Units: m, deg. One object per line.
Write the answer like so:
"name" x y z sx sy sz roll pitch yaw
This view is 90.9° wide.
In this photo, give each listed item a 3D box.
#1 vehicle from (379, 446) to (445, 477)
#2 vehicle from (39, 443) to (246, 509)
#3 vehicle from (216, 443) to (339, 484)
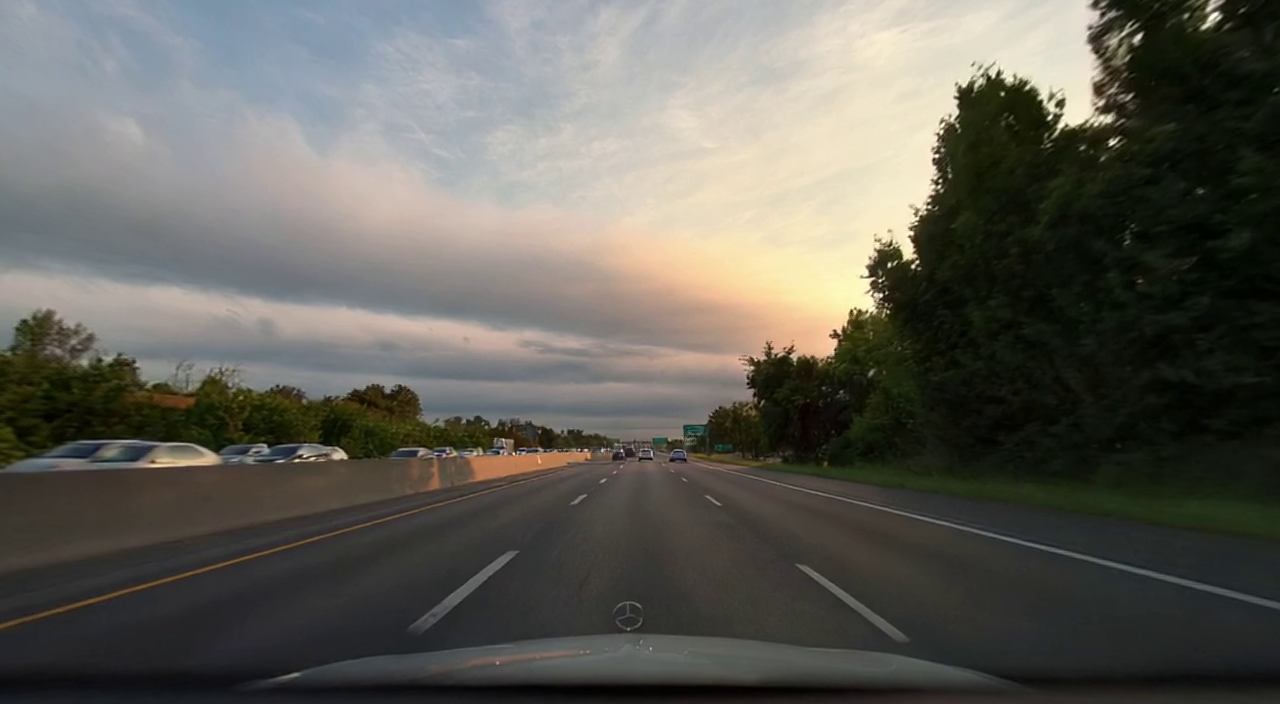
"vehicle" -11.808 5.687 32.947 1.801 1.449 4.143 -1 -9 1
"vehicle" -12.547 3.137 16.348 1.867 1.454 4.255 0 -9 0
"vehicle" -16.026 4.944 28.335 2.011 1.641 5.728 -1 -9 1
